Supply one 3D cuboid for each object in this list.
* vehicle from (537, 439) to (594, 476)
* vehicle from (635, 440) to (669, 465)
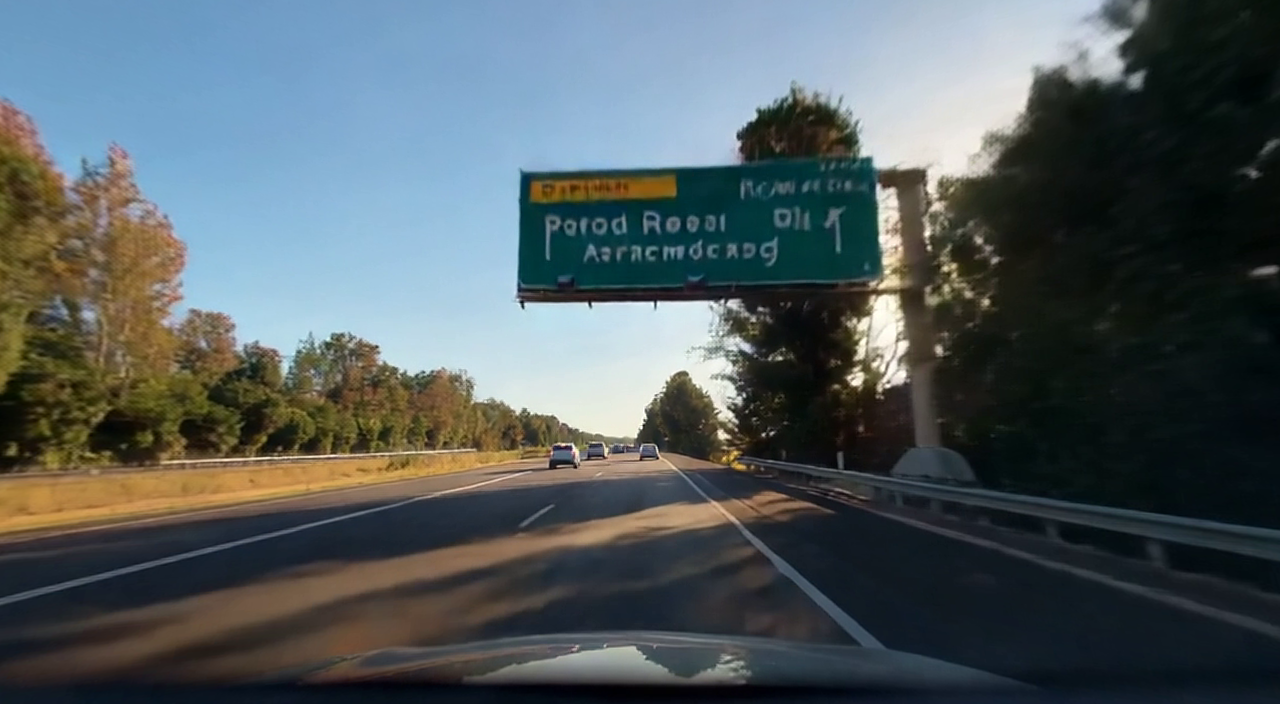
[{"bbox_3d":[-3.418,4.966,29.919,2.028,1.634,4.441,0,-8,2],"label":"vehicle"},{"bbox_3d":[0.828,6.998,44.068,2.259,1.697,4.106,0,-8,1],"label":"vehicle"}]
